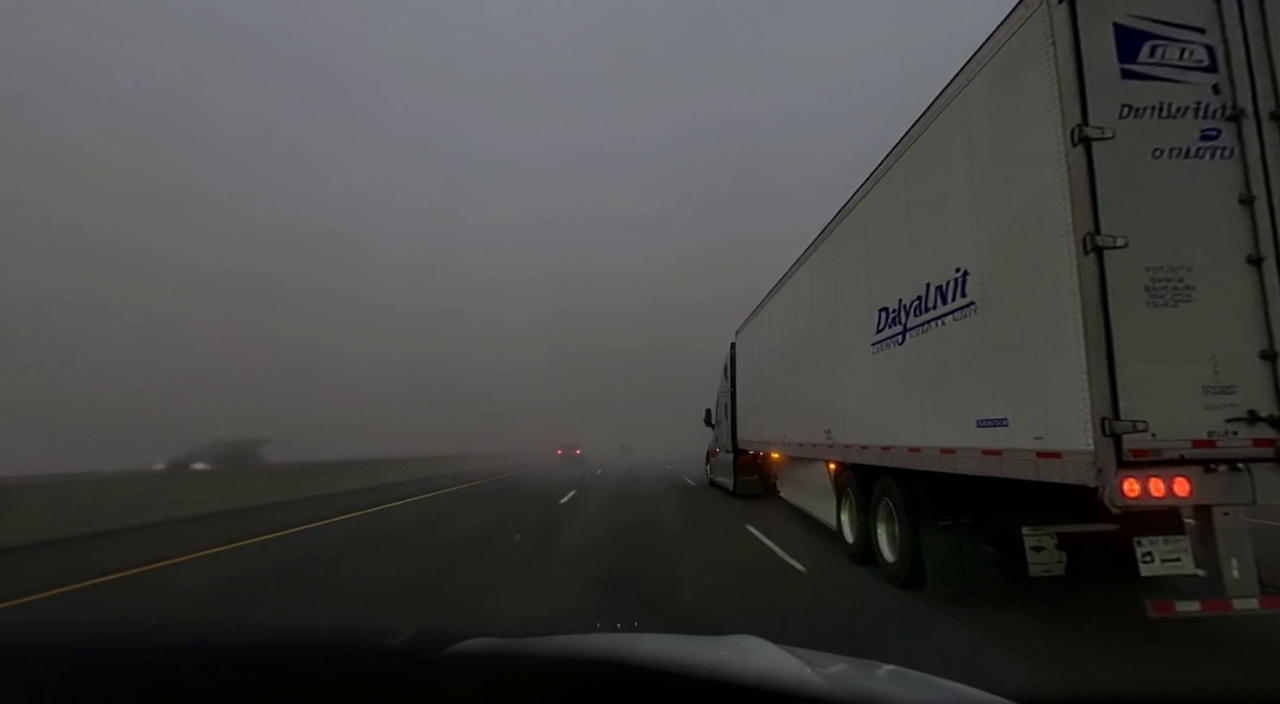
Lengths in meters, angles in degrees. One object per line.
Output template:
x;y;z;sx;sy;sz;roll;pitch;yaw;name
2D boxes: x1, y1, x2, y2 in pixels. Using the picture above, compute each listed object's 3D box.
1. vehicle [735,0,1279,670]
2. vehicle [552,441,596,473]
3.935;0.634;10.111;2.962;4.132;12.720;0;-8;0;vehicle
-3.624;5.795;35.236;2.030;1.657;3.926;0;-8;0;vehicle
